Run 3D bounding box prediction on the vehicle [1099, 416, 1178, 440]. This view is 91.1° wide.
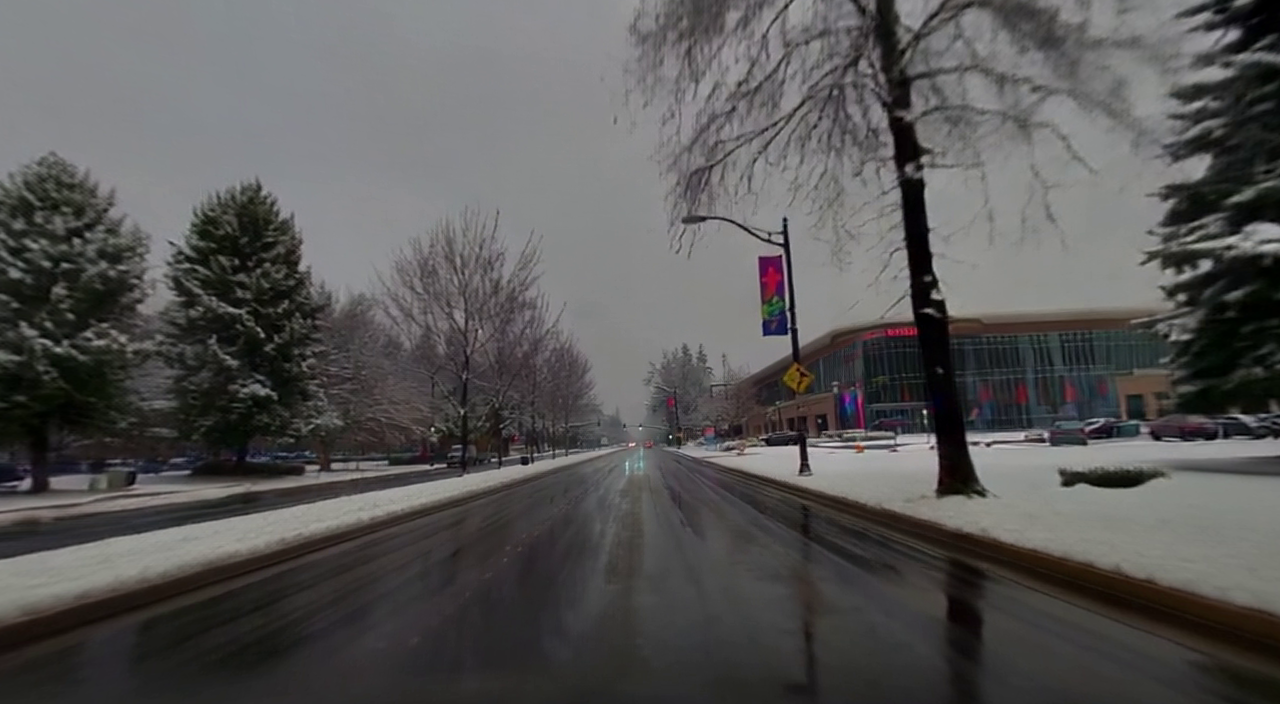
[{"bbox_3d":[33.541,5.183,42.371,1.917,1.469,4.195,0,-9,1],"label":"vehicle"}]

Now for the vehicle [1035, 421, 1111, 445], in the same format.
[{"bbox_3d":[28.212,5.341,41.097,1.895,1.503,4.234,1,-9,0],"label":"vehicle"}]

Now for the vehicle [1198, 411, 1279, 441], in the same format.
[{"bbox_3d":[33.774,4.166,34.882,1.866,1.550,3.927,0,-8,2],"label":"vehicle"}]
